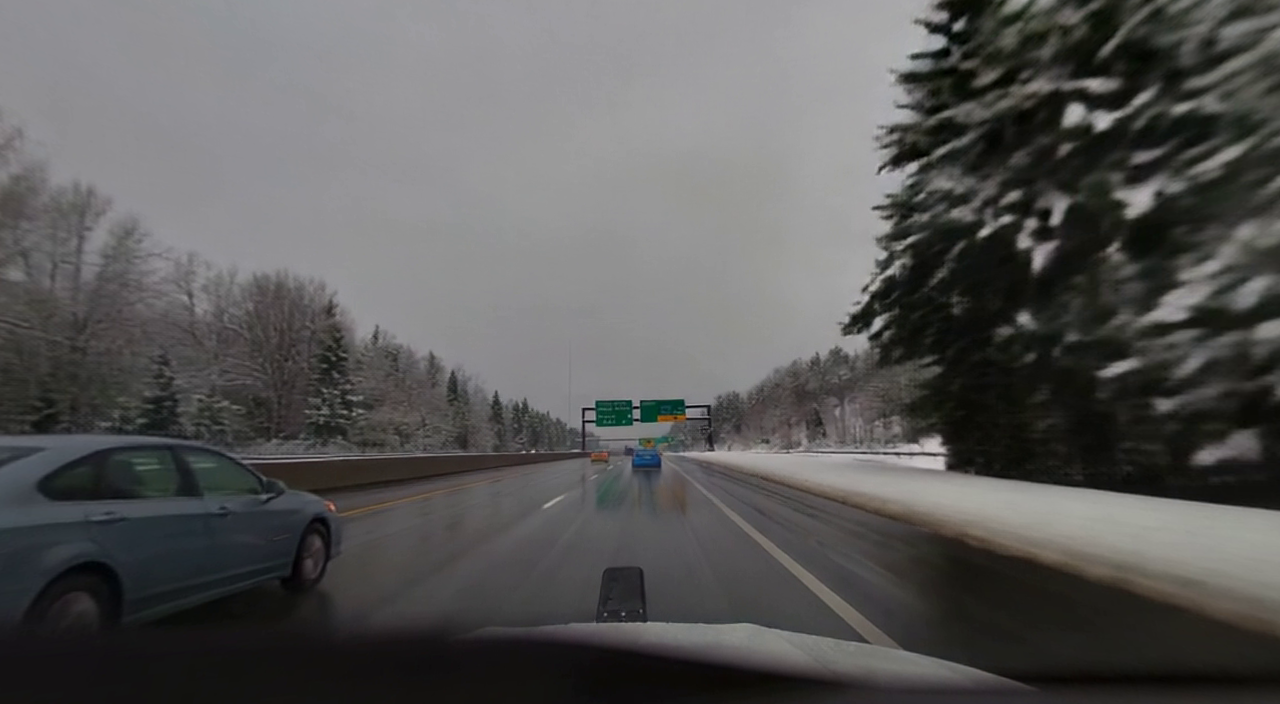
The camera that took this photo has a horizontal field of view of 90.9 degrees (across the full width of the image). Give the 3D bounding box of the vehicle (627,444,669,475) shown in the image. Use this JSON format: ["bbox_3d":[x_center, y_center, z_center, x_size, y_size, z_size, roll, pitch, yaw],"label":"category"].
[{"bbox_3d":[0.388,5.365,31.665,2.002,1.449,3.612,0,-9,0],"label":"vehicle"}]

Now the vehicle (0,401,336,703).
[{"bbox_3d":[-3.814,1.088,3.567,2.062,1.474,4.151,0,-9,1],"label":"vehicle"}]
